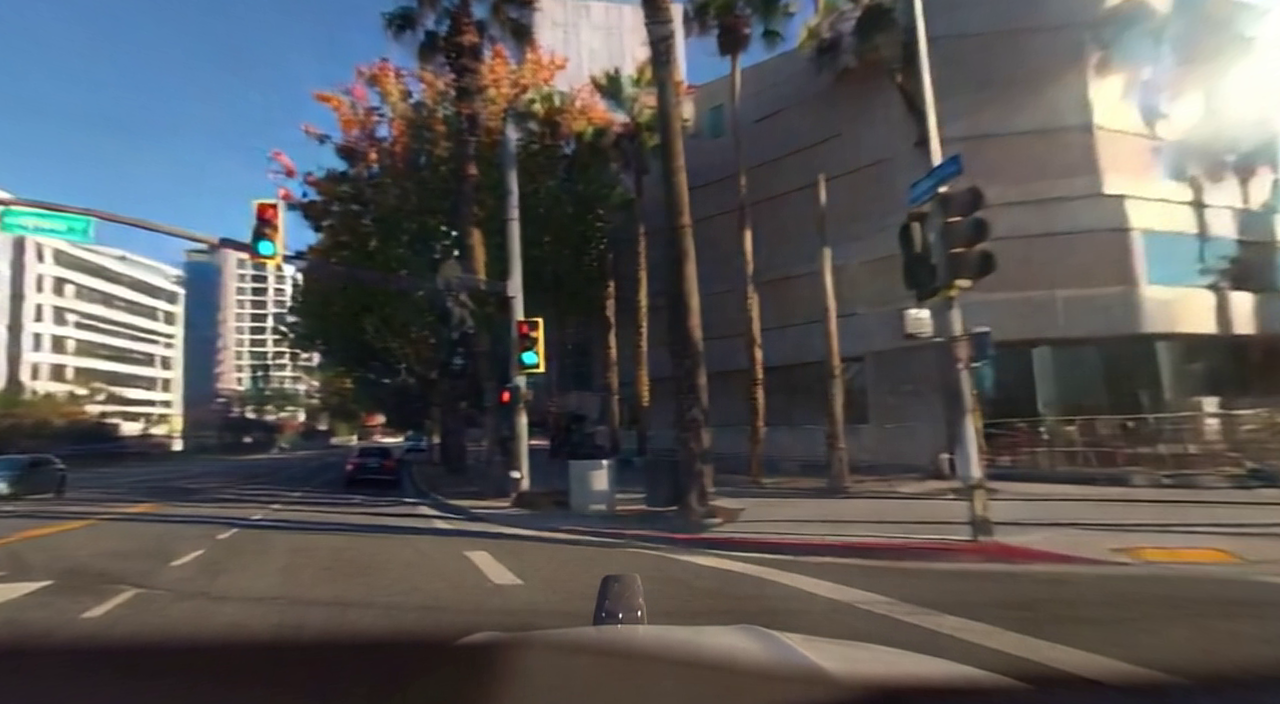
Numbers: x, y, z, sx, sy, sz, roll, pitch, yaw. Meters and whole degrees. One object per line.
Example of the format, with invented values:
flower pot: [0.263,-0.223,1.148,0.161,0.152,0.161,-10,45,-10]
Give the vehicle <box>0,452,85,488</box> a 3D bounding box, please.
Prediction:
vehicle: [-30.685,5.926,32.059,2.118,1.619,4.161,2,-9,-16]

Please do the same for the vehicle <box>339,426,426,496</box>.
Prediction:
vehicle: [-7.872,3.342,19.757,2.006,1.867,4.651,2,-9,-16]
